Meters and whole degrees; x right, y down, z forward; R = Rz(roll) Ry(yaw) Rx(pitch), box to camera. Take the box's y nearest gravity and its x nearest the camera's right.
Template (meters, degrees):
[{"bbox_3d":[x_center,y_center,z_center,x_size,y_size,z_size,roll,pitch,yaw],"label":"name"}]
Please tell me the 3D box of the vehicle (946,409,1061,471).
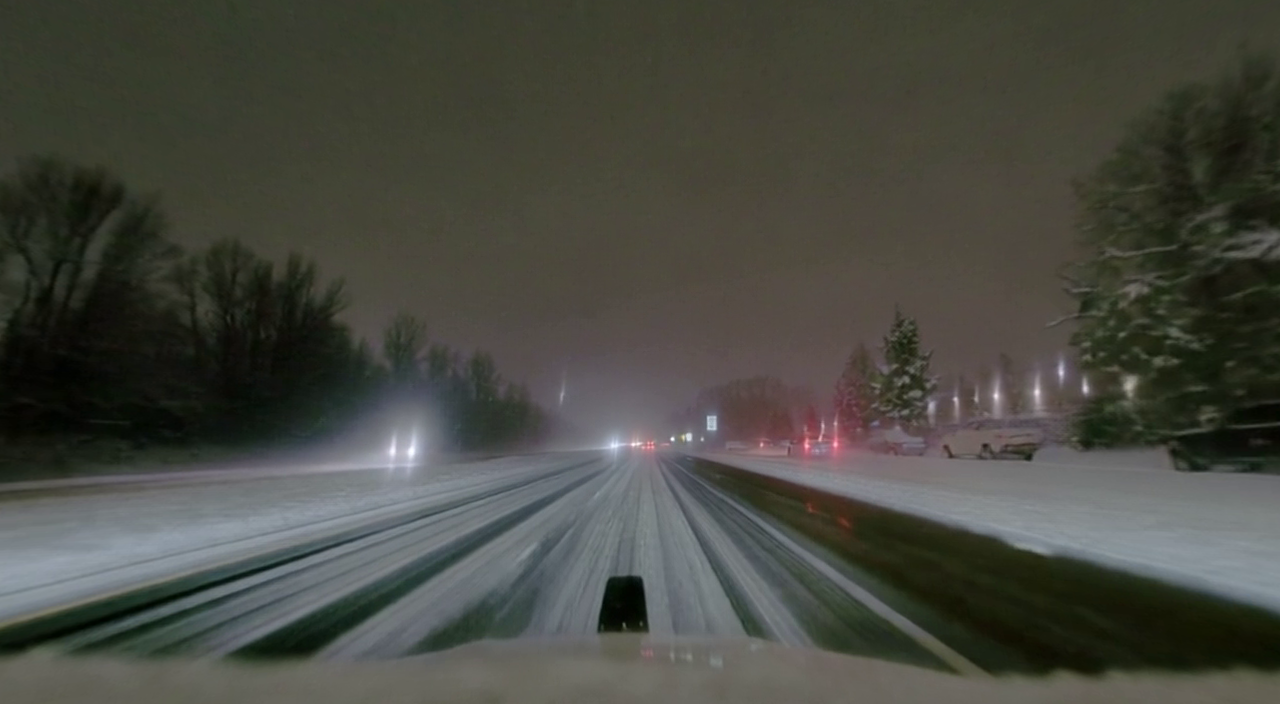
[{"bbox_3d":[27.815,6.857,49.061,3.160,4.297,9.428,0,-8,0],"label":"vehicle"}]
